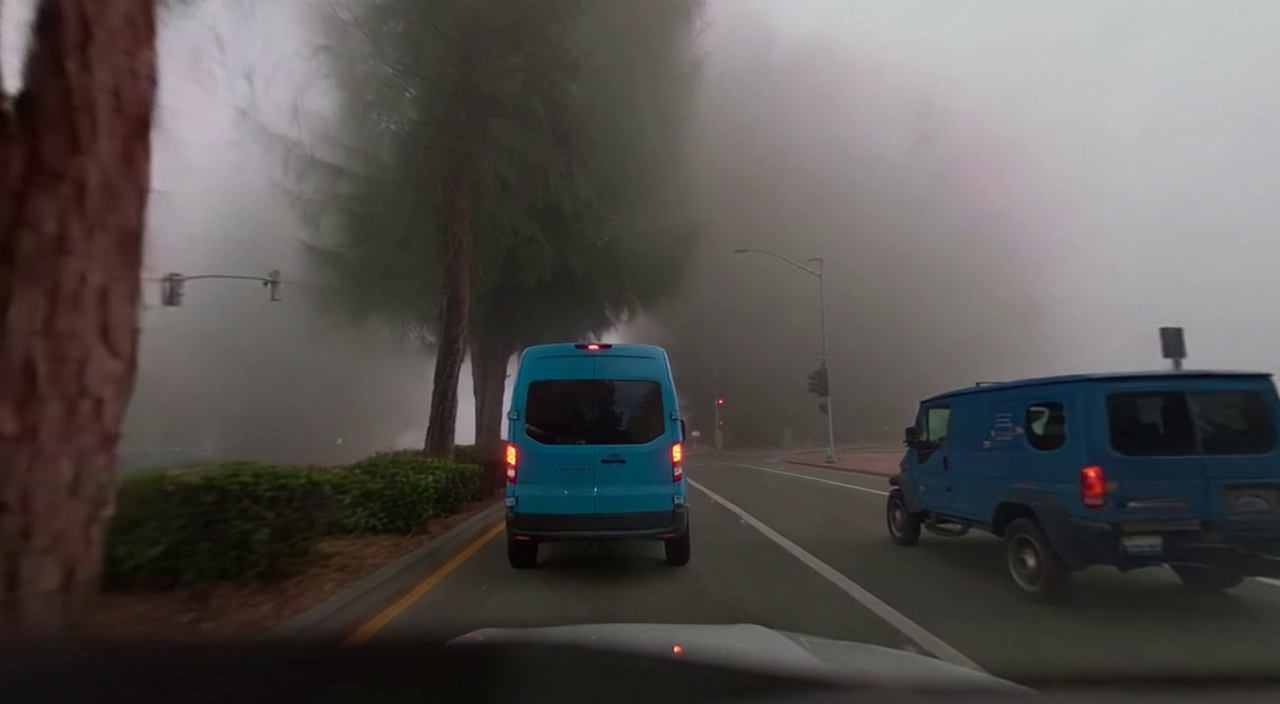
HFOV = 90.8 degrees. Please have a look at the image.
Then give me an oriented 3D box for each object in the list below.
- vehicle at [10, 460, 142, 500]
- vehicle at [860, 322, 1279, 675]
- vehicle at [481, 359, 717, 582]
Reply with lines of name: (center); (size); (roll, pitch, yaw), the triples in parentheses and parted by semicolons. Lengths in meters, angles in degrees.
vehicle: (-27.030, 6.082, 30.351); (4.857, 1.729, 2.029); (-2, -9, 11)
vehicle: (3.629, 1.053, 5.406); (1.988, 1.873, 3.968); (0, -9, -1)
vehicle: (-0.340, 1.398, 8.028); (2.145, 2.046, 4.309); (0, -9, 1)
